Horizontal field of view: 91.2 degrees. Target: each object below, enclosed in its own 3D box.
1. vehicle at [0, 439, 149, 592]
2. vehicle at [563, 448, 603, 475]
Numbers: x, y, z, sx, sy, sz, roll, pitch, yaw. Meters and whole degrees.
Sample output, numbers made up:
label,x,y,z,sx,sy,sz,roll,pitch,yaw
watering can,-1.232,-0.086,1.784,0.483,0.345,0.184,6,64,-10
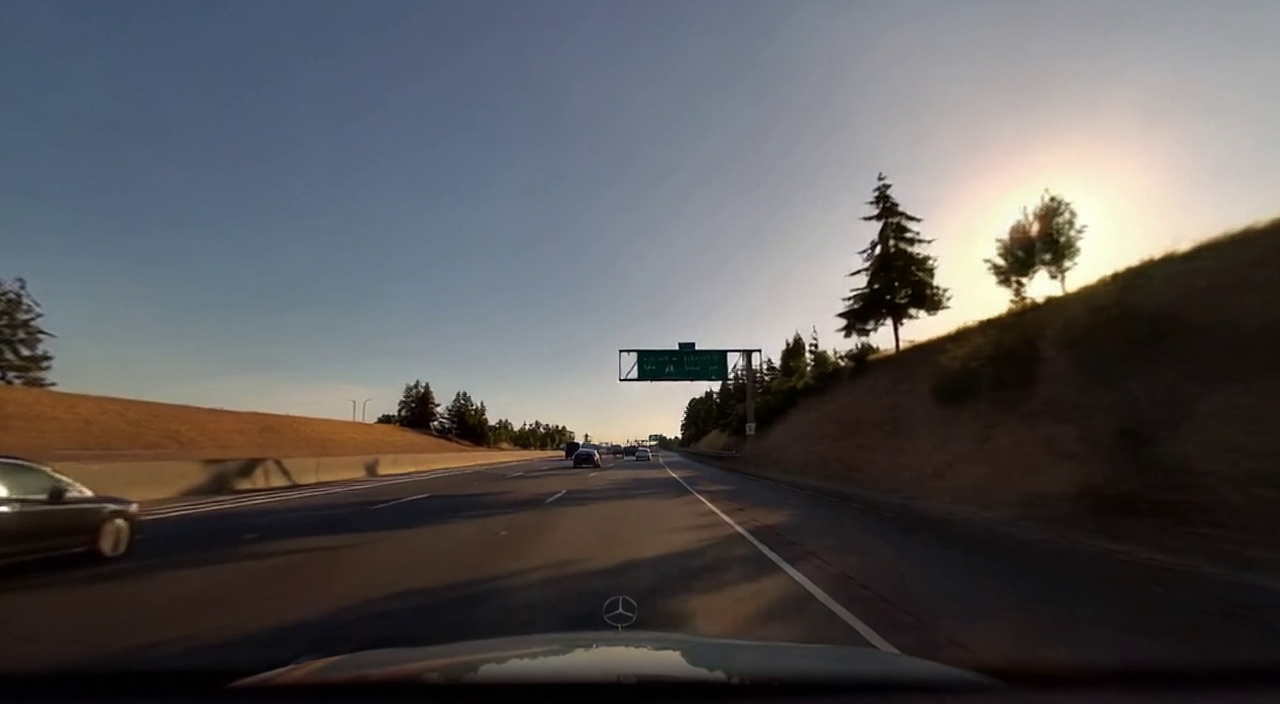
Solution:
label,x,y,z,sx,sy,sz,roll,pitch,yaw
vehicle,-7.686,1.652,6.180,2.069,1.566,4.480,0,-9,-1
vehicle,-3.246,6.303,36.287,1.895,1.482,3.852,0,-9,1
